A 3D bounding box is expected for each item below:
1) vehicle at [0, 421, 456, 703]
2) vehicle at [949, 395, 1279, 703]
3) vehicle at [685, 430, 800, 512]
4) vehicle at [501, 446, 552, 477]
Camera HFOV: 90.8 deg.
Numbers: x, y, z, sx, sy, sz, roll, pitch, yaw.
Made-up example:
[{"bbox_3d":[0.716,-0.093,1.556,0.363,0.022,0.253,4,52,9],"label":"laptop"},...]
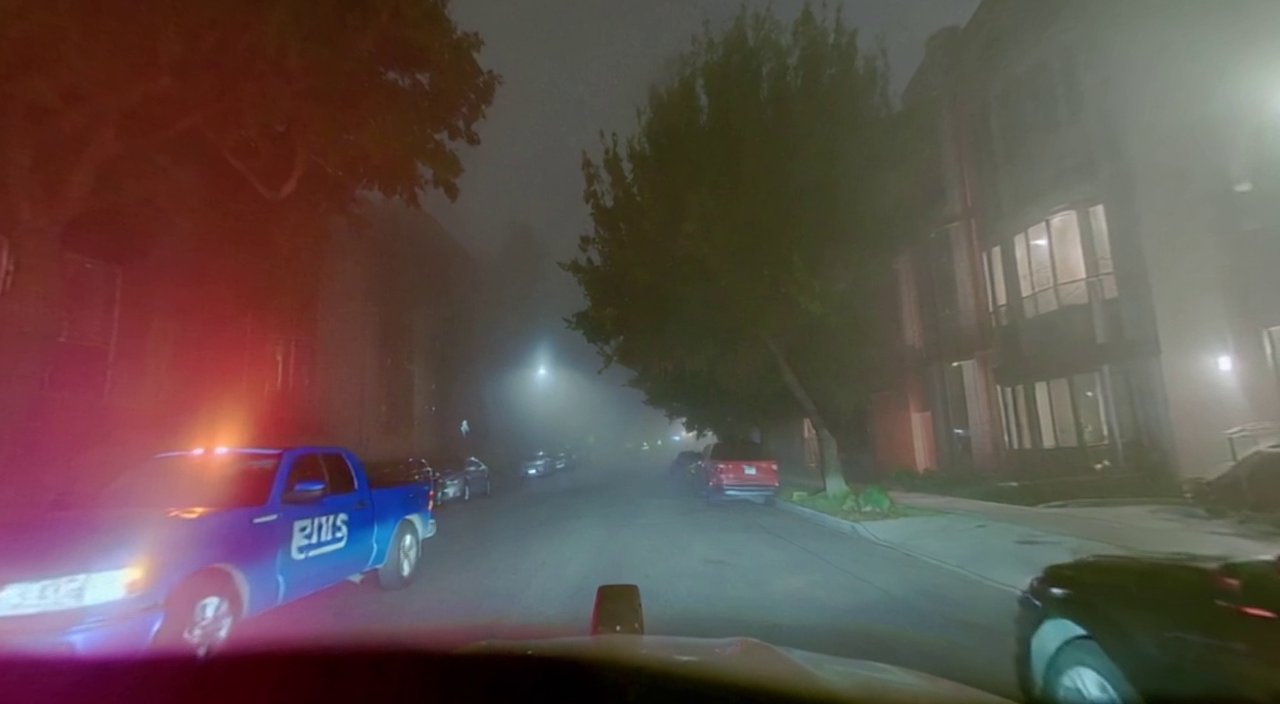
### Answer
[{"bbox_3d":[-3.193,1.401,5.050,1.966,1.515,4.394,-1,-8,2],"label":"vehicle"},{"bbox_3d":[2.600,0.737,0.815,1.845,1.479,4.727,0,-8,-2],"label":"vehicle"},{"bbox_3d":[2.254,2.737,14.991,1.878,1.664,4.033,0,-8,-2],"label":"vehicle"},{"bbox_3d":[-6.254,6.050,35.348,1.959,1.490,4.361,0,-7,1],"label":"vehicle"}]
